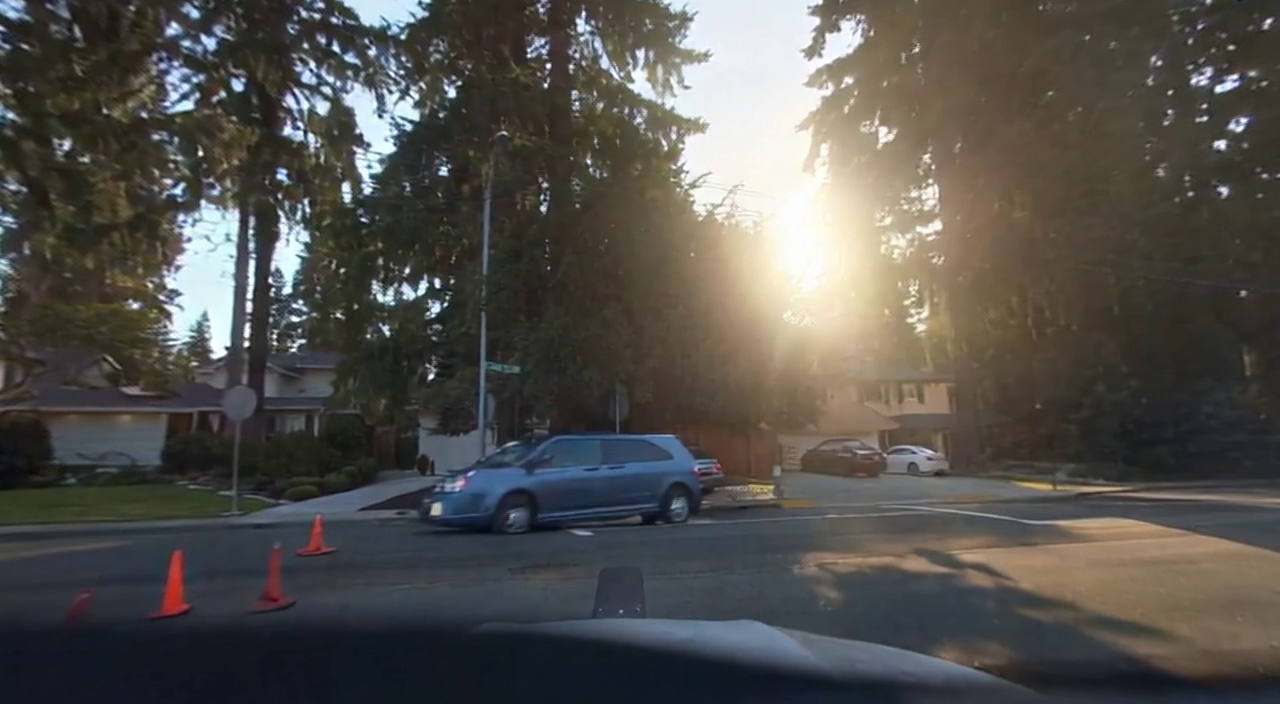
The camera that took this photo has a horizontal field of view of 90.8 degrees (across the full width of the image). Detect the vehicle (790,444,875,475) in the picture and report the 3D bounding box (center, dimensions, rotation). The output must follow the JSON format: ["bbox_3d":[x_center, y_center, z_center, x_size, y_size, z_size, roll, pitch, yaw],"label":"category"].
[{"bbox_3d":[12.892,7.179,42.361,4.984,1.912,2.132,3,-9,-16],"label":"vehicle"}]

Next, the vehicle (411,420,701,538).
[{"bbox_3d":[-1.591,2.298,11.951,5.047,1.851,2.103,3,-9,-20],"label":"vehicle"}]

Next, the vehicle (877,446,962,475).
[{"bbox_3d":[15.141,5.872,34.294,3.863,1.453,1.826,3,-8,-15],"label":"vehicle"}]

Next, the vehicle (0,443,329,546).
[{"bbox_3d":[-10.306,2.764,12.898,6.643,1.777,2.925,3,-9,-17],"label":"vehicle"}]
